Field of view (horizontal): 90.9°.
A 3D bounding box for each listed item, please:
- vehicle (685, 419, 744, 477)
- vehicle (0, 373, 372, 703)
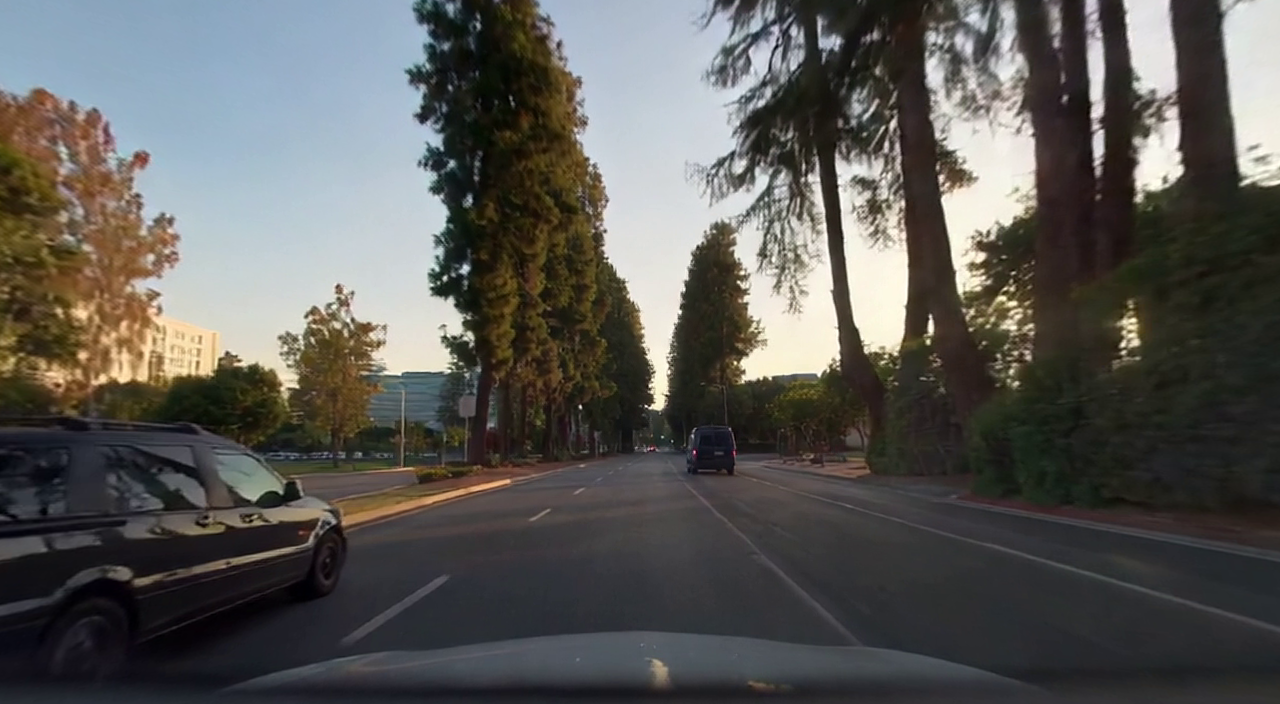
[{"bbox_3d":[3.647,4.907,32.174,2.349,2.671,5.744,0,-9,0],"label":"vehicle"},{"bbox_3d":[-3.591,1.032,3.469,2.129,1.602,4.532,0,-9,1],"label":"vehicle"}]
